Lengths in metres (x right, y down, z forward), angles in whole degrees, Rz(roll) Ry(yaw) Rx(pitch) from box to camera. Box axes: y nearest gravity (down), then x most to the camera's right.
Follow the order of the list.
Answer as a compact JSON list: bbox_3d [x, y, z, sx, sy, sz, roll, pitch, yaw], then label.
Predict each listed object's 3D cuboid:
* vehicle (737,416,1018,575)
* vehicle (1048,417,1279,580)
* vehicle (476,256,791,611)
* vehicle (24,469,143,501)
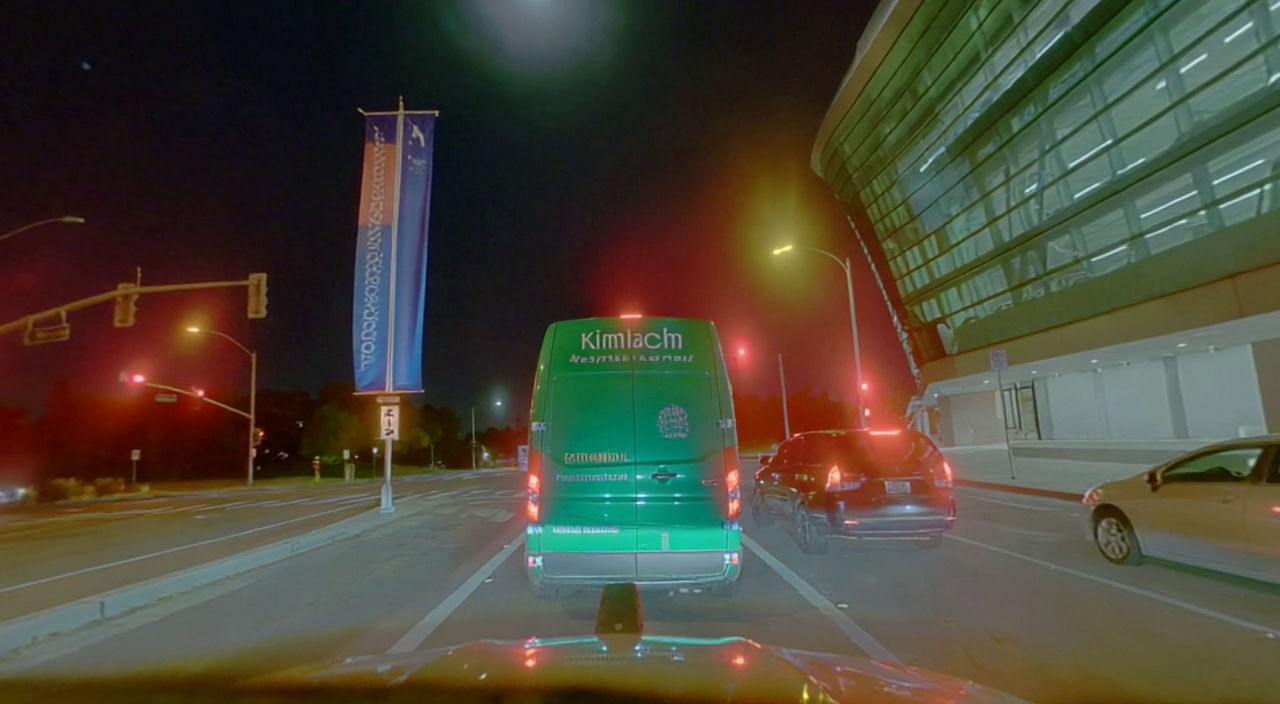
[{"bbox_3d":[2.880,1.863,9.046,2.183,1.676,4.506,0,-8,-1],"label":"vehicle"},{"bbox_3d":[7.526,1.577,7.004,1.963,1.669,4.678,3,-9,-20],"label":"vehicle"},{"bbox_3d":[-0.027,1.187,9.087,2.613,3.035,7.342,0,-8,1],"label":"vehicle"},{"bbox_3d":[-31.096,7.437,35.407,4.806,1.652,1.869,0,-8,-2],"label":"vehicle"}]
